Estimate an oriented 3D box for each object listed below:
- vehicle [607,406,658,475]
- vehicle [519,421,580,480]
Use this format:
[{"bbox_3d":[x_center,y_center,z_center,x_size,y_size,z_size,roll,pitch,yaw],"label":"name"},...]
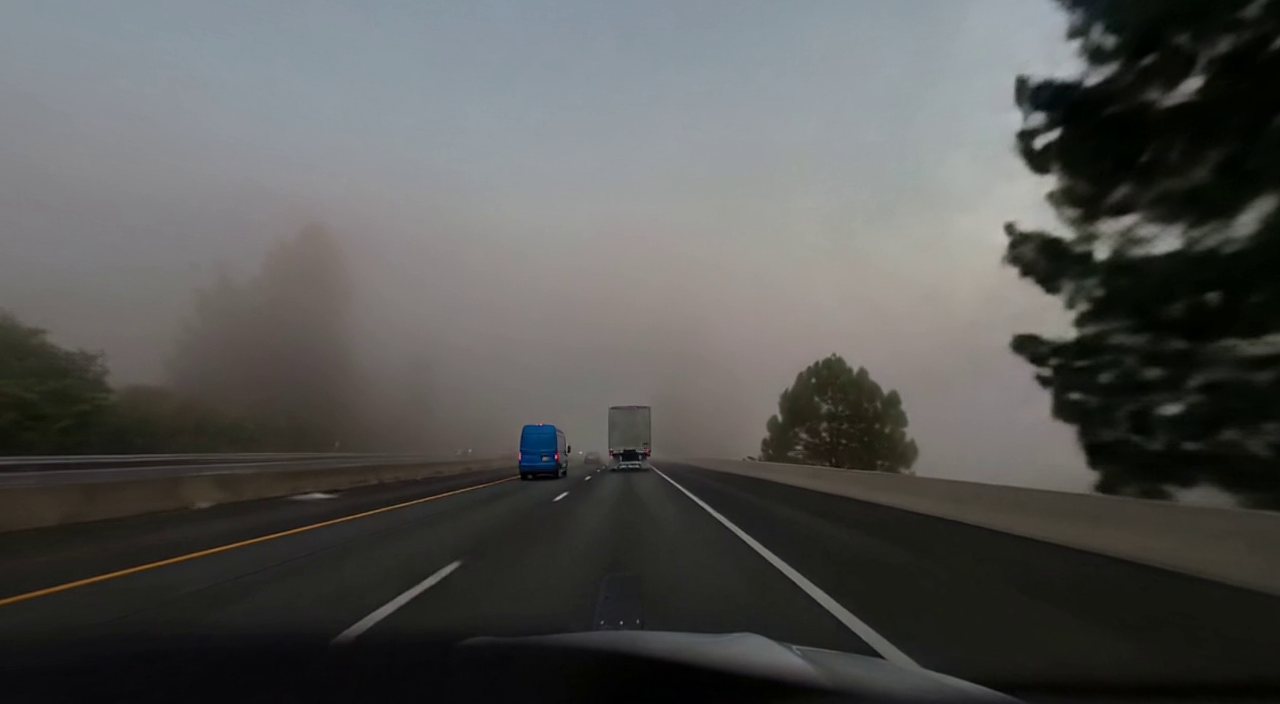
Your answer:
[{"bbox_3d":[-0.574,5.996,42.267,2.995,4.036,10.311,0,-9,-1],"label":"vehicle"},{"bbox_3d":[-4.634,5.226,33.461,2.357,2.786,6.144,0,-9,-1],"label":"vehicle"}]
